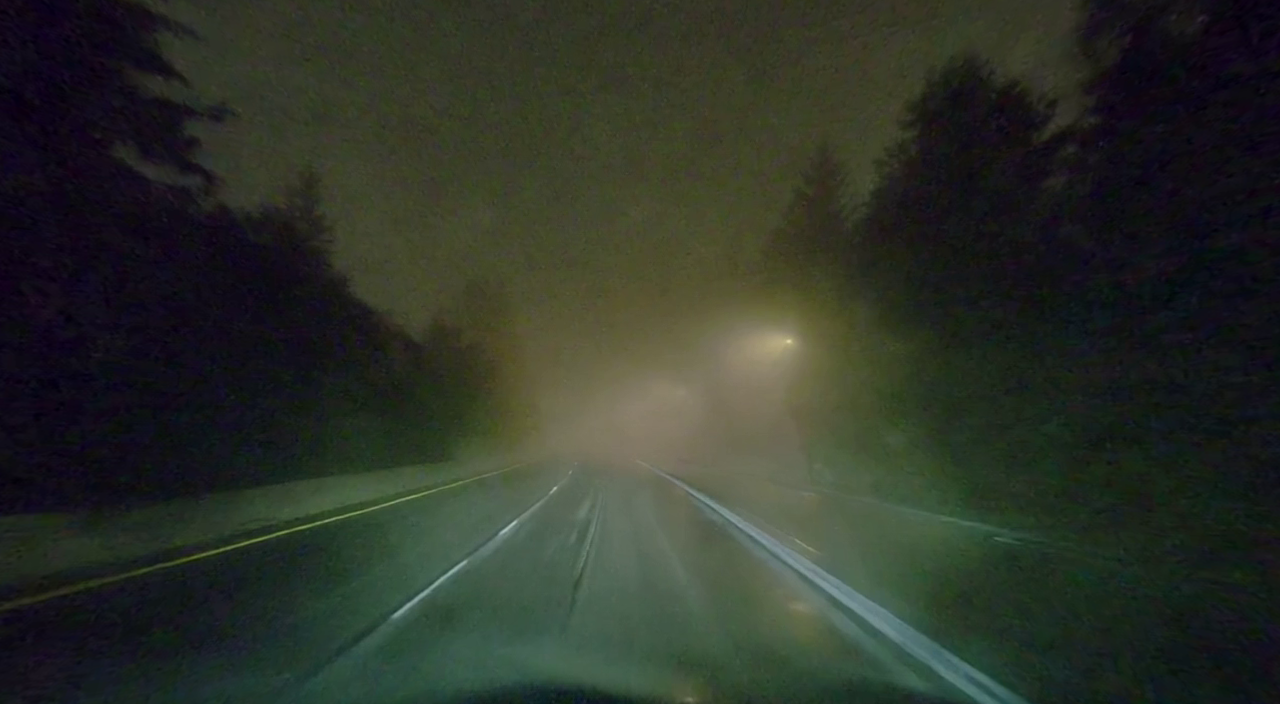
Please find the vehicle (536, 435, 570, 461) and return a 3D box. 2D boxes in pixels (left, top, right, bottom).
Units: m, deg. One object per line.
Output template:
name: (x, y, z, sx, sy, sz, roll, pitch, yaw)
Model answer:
vehicle: (-6.675, 7.482, 48.993, 2.410, 1.873, 4.784, 0, -8, -5)
